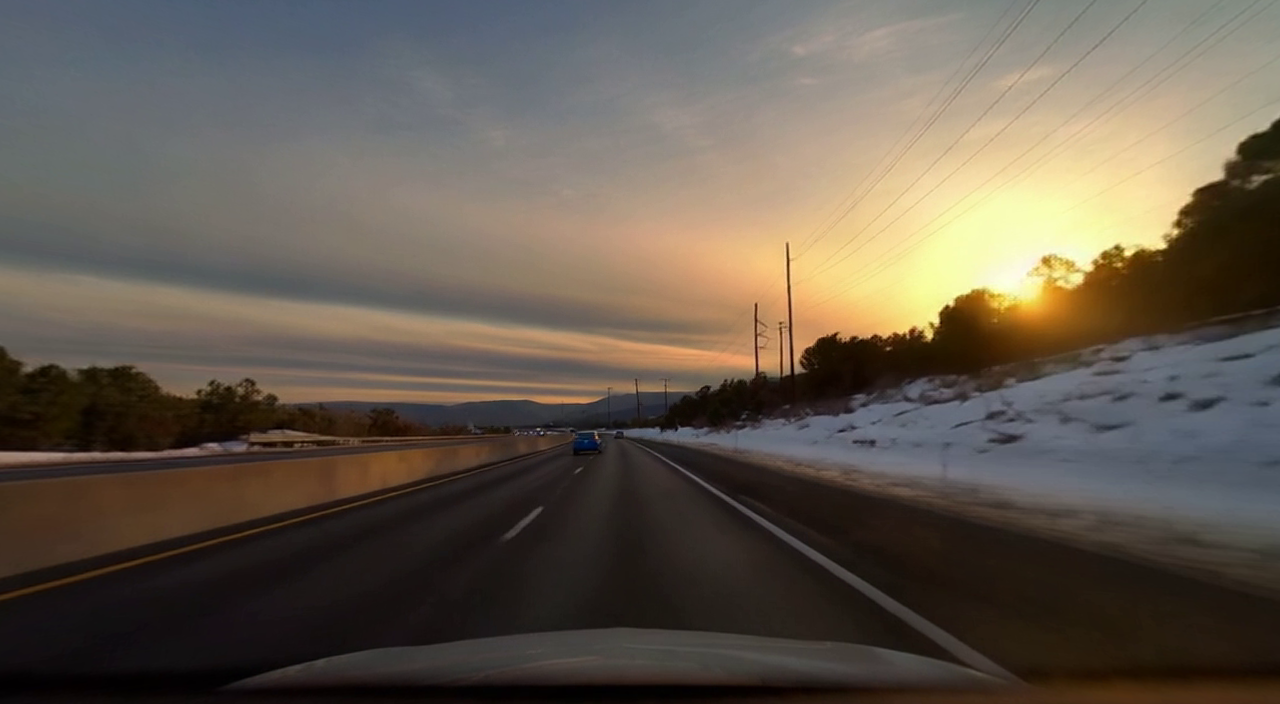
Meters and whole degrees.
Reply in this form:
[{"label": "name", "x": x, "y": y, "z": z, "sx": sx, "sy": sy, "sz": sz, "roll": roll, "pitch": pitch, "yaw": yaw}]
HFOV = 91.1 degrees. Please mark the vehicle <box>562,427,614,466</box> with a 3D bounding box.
[{"label": "vehicle", "x": -2.163, "y": 4.081, "z": 27.264, "sx": 1.999, "sy": 1.536, "sz": 3.969, "roll": 0, "pitch": -8, "yaw": -1}]
